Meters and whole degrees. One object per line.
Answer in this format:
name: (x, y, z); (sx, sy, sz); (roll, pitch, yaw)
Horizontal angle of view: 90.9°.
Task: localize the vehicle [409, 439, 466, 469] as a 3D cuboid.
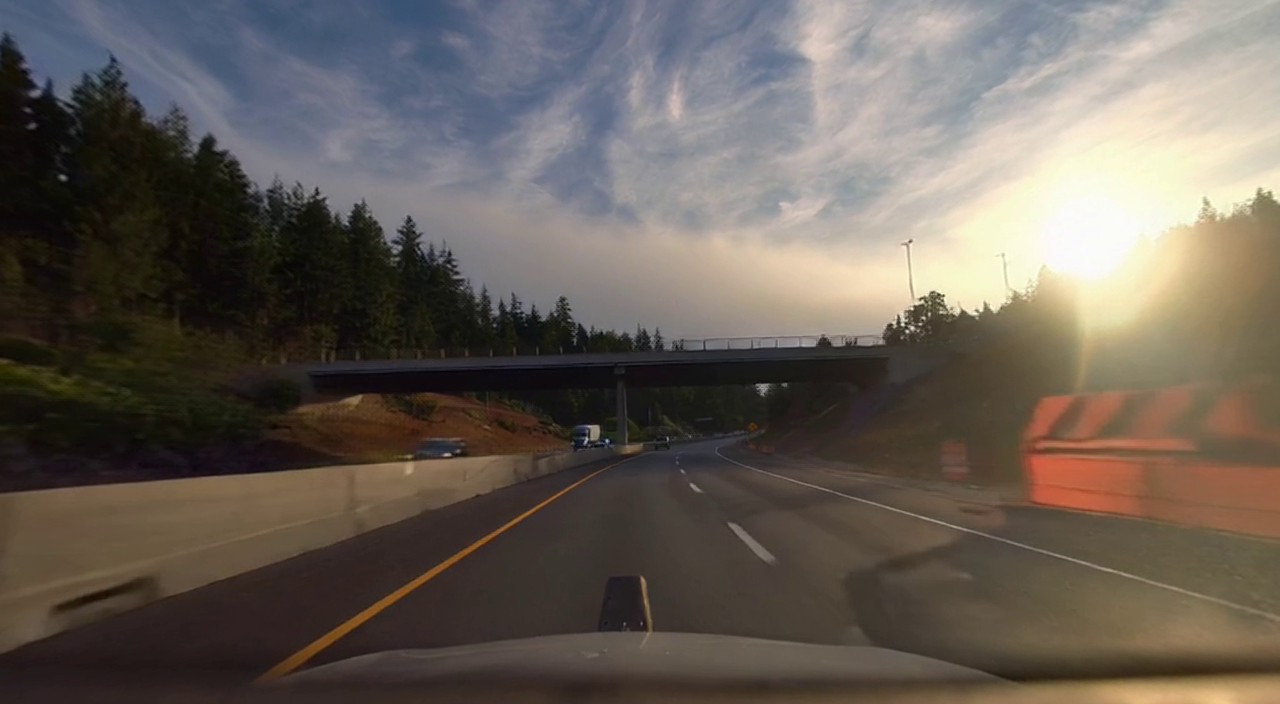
vehicle: (-9.962, 5.012, 31.247); (1.667, 1.399, 3.428); (0, -8, 1)
